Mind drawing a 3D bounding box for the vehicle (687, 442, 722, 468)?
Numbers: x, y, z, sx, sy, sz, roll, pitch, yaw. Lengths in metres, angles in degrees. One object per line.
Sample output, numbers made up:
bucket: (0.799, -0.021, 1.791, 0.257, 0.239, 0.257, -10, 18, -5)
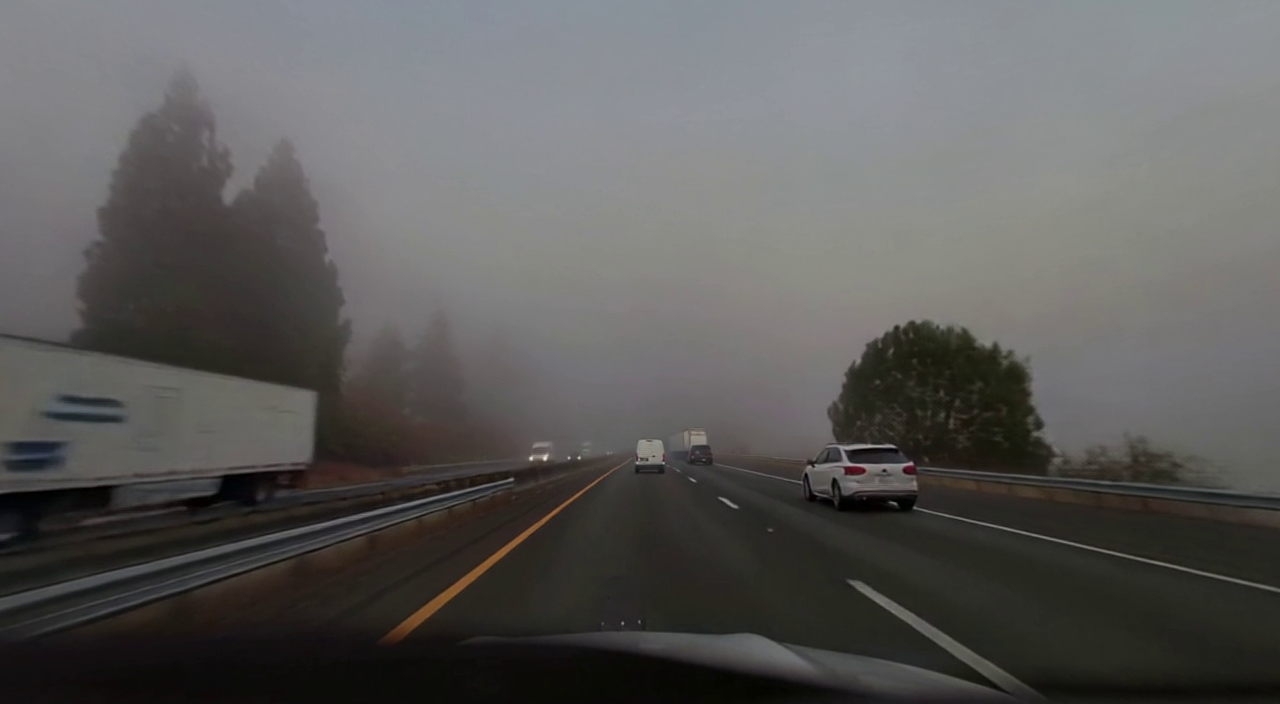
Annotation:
vehicle: (4.414, 7.145, 43.785, 1.961, 1.689, 3.971, 0, -9, -1)

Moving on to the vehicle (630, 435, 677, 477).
vehicle: (0.622, 5.074, 30.934, 2.143, 1.925, 4.101, 0, -9, 1)

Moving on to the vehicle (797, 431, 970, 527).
vehicle: (4.463, 2.360, 12.189, 1.868, 1.566, 3.509, 0, -9, -1)

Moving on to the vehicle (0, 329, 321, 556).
vehicle: (-13.232, 2.333, 15.943, 2.898, 4.145, 14.046, 0, -9, 0)
